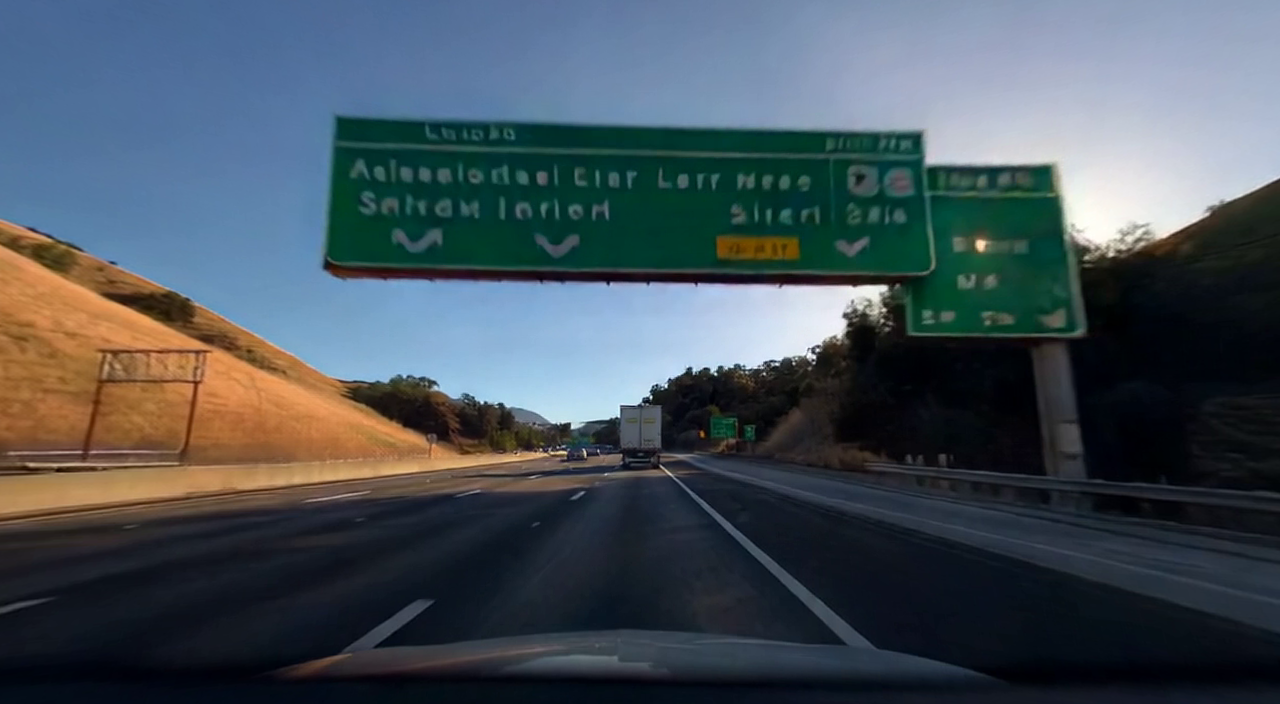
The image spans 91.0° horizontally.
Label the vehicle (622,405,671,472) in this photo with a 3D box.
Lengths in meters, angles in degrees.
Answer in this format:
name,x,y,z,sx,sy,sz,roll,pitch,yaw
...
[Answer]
name,x,y,z,sx,sy,sz,roll,pitch,yaw
vehicle,0.538,6.272,44.975,3.039,4.131,11.822,0,-9,2
